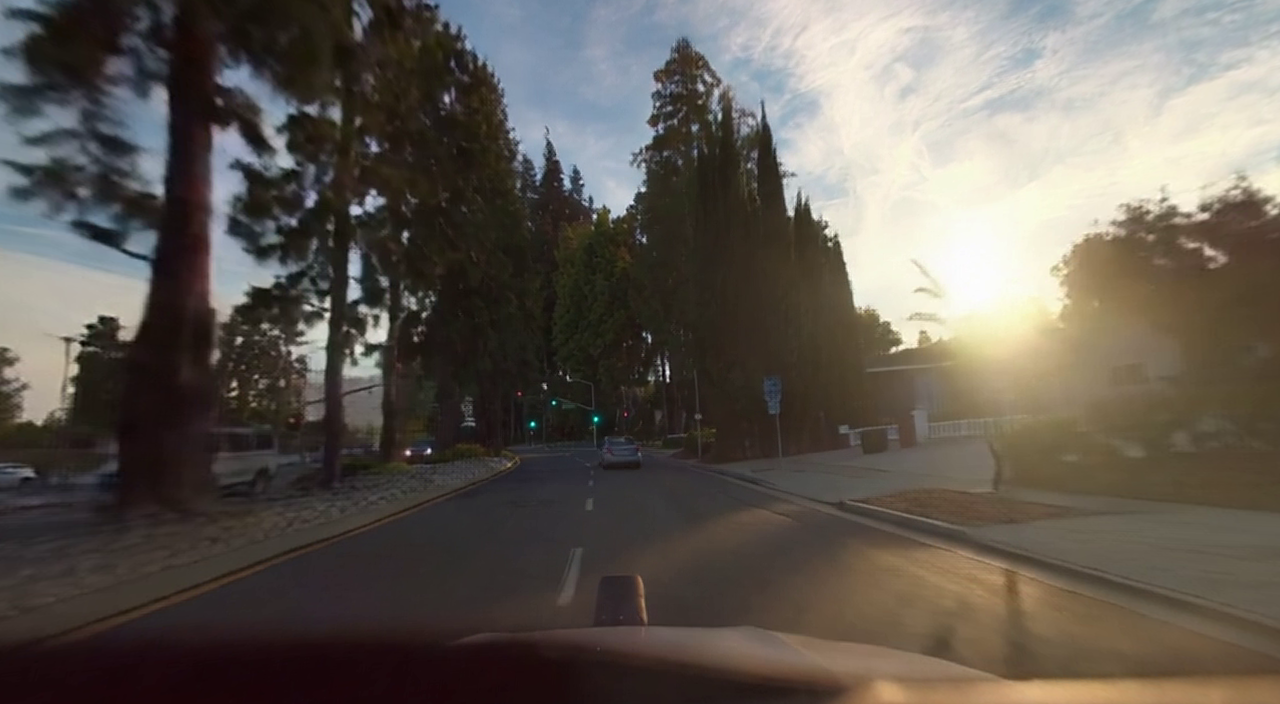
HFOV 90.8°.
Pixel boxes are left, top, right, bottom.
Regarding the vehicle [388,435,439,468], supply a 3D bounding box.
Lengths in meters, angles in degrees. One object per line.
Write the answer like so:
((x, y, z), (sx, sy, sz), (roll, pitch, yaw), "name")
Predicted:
((-14.979, 6.606, 42.138), (2.259, 1.973, 5.712), (1, -9, -11), "vehicle")

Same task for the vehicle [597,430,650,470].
((-0.826, 4.537, 29.273), (1.990, 1.707, 4.225), (1, -9, -8), "vehicle")

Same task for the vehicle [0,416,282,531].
((-10.699, 2.599, 14.233), (2.334, 2.022, 5.653), (0, -8, -5), "vehicle")
